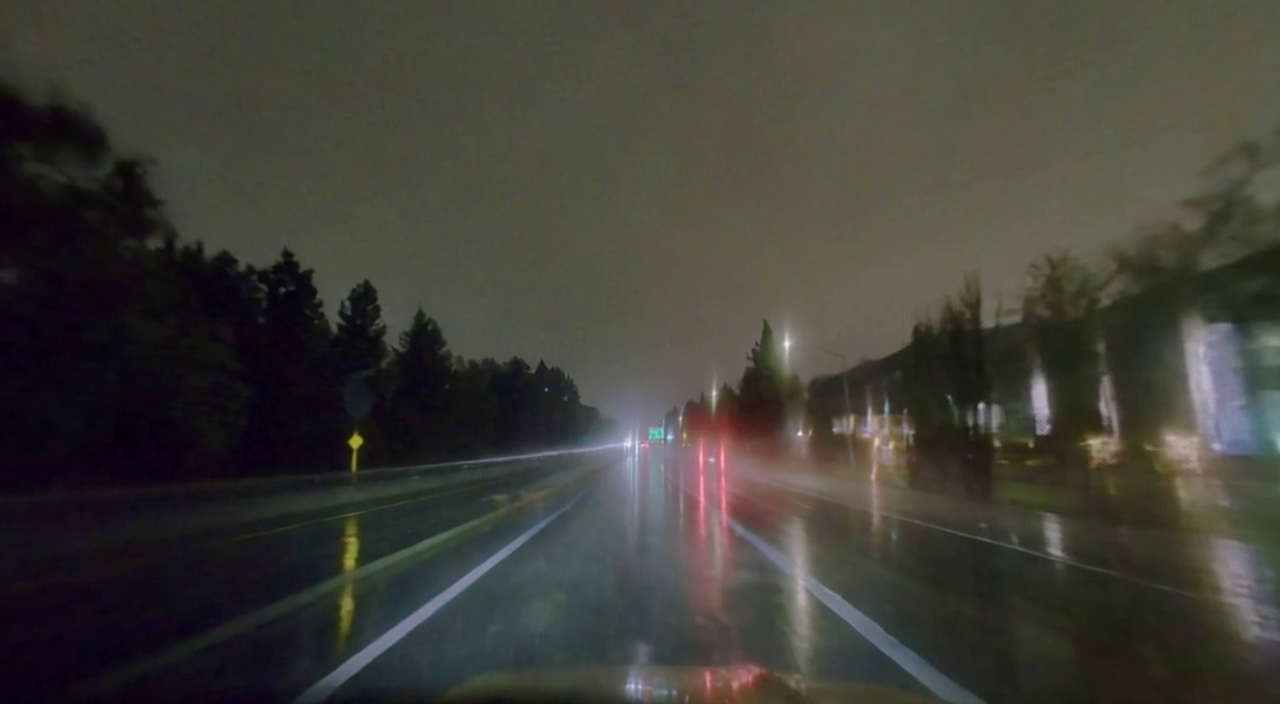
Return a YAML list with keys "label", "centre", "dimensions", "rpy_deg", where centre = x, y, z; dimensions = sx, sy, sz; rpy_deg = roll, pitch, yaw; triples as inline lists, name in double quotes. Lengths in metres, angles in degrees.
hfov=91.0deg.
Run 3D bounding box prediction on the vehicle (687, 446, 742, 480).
- label: "vehicle"
  centre: [3.606, 5.461, 31.284]
  dimensions: [2.115, 1.522, 4.330]
  rpy_deg: [0, -9, -1]
